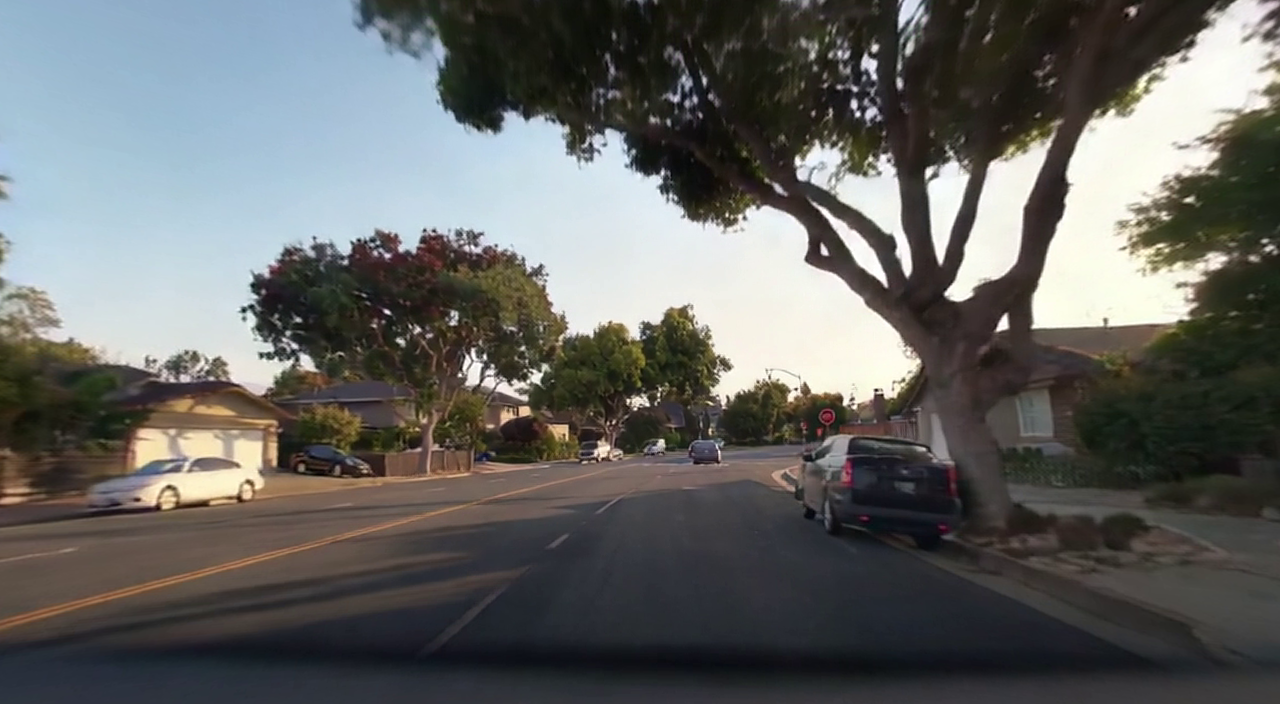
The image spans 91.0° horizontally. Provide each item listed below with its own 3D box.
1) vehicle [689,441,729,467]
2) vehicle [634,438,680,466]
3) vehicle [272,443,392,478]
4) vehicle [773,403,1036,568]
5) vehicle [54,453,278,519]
[{"bbox_3d":[4.287,6.201,38.466,1.955,1.459,4.383,-2,-9,12],"label":"vehicle"},{"bbox_3d":[1.188,6.397,40.555,2.178,1.695,4.339,-2,-9,12],"label":"vehicle"},{"bbox_3d":[-16.218,5.722,33.354,5.177,1.779,2.199,0,-8,3],"label":"vehicle"},{"bbox_3d":[3.914,2.092,10.844,2.516,2.019,5.790,-1,-8,6],"label":"vehicle"},{"bbox_3d":[-12.842,3.643,17.633,2.118,1.496,5.030,-3,-10,5],"label":"vehicle"}]
